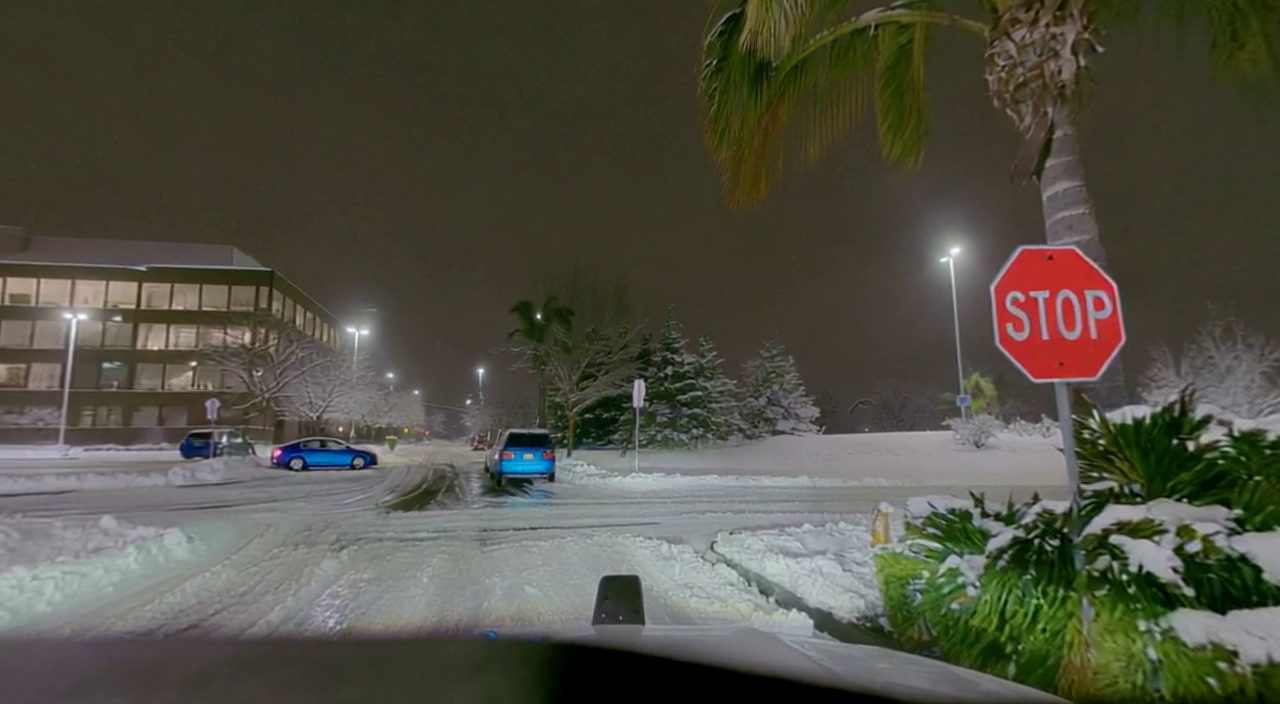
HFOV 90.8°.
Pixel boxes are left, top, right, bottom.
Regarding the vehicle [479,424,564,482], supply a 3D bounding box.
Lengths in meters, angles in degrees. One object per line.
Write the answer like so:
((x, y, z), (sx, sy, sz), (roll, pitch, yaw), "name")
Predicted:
((-4.016, 3.300, 20.834), (2.071, 1.700, 4.367), (3, -9, -19), "vehicle")

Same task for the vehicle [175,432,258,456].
((-28.365, 6.199, 42.479), (4.457, 1.552, 1.748), (5, -10, -32), "vehicle")
